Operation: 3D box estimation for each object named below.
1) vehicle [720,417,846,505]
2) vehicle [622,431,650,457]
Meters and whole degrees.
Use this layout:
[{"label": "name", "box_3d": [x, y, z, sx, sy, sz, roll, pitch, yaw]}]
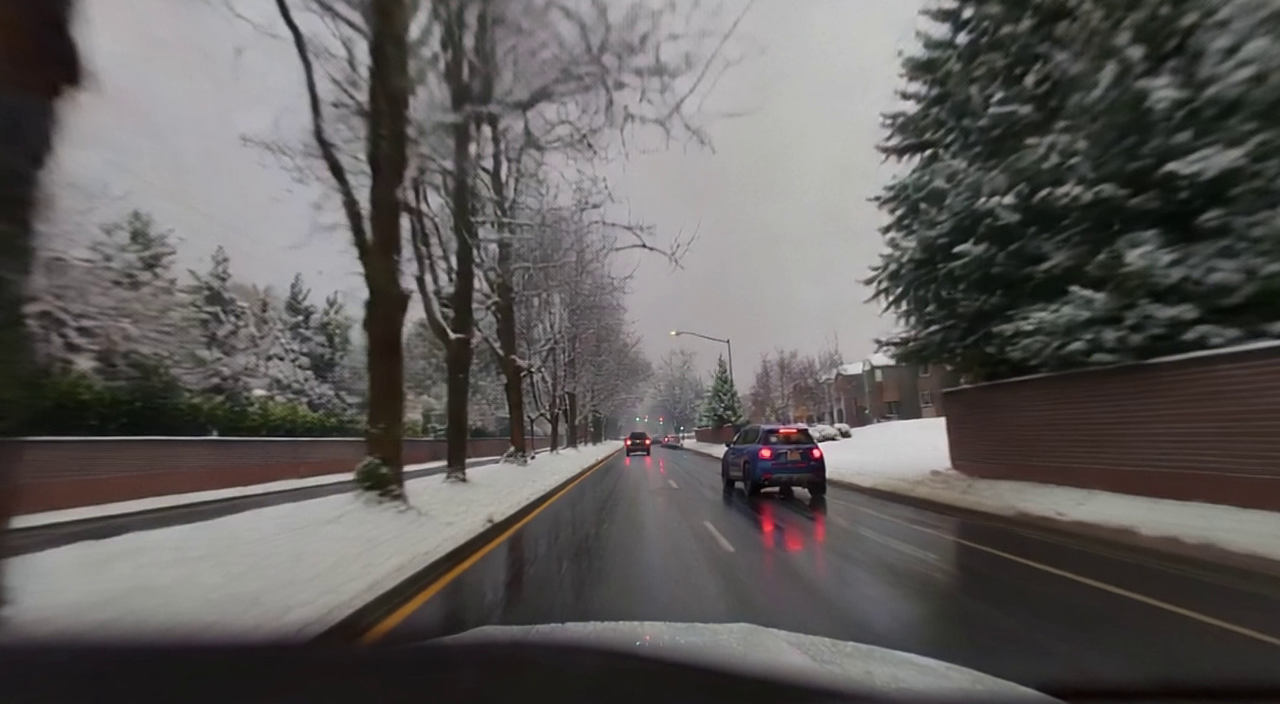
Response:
[{"label": "vehicle", "box_3d": [3.091, 2.461, 14.547, 1.840, 1.709, 4.202, 0, -8, -1]}, {"label": "vehicle", "box_3d": [-0.311, 6.657, 45.423, 1.984, 1.777, 3.148, 0, -8, -1]}]
